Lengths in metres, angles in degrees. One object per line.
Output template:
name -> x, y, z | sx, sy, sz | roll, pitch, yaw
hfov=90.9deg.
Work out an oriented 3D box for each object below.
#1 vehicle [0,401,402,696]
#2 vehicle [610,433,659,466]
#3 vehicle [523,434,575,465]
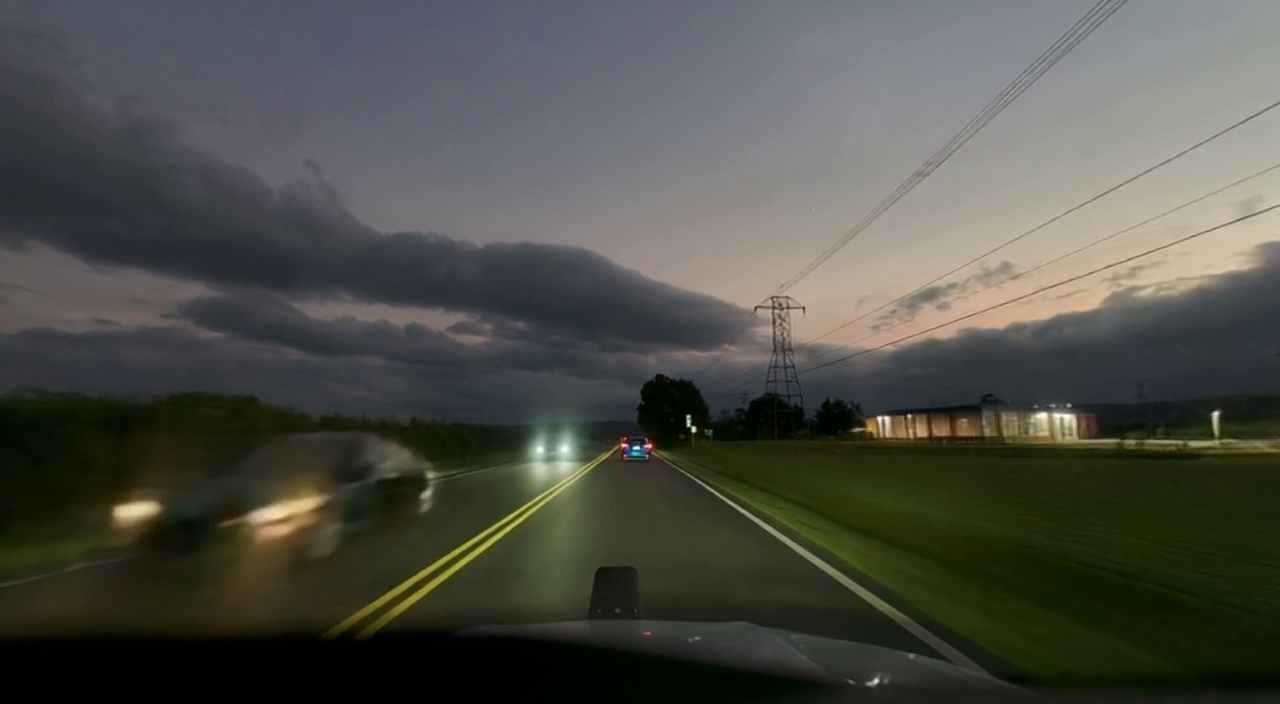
vehicle -> -3.827, 1.279, 5.344 | 2.034, 1.484, 4.183 | 0, -8, -1
vehicle -> -0.271, 4.741, 30.842 | 2.241, 1.471, 3.829 | 0, -8, -1
vehicle -> -4.578, 4.973, 32.334 | 2.091, 1.470, 4.490 | 0, -8, -1
